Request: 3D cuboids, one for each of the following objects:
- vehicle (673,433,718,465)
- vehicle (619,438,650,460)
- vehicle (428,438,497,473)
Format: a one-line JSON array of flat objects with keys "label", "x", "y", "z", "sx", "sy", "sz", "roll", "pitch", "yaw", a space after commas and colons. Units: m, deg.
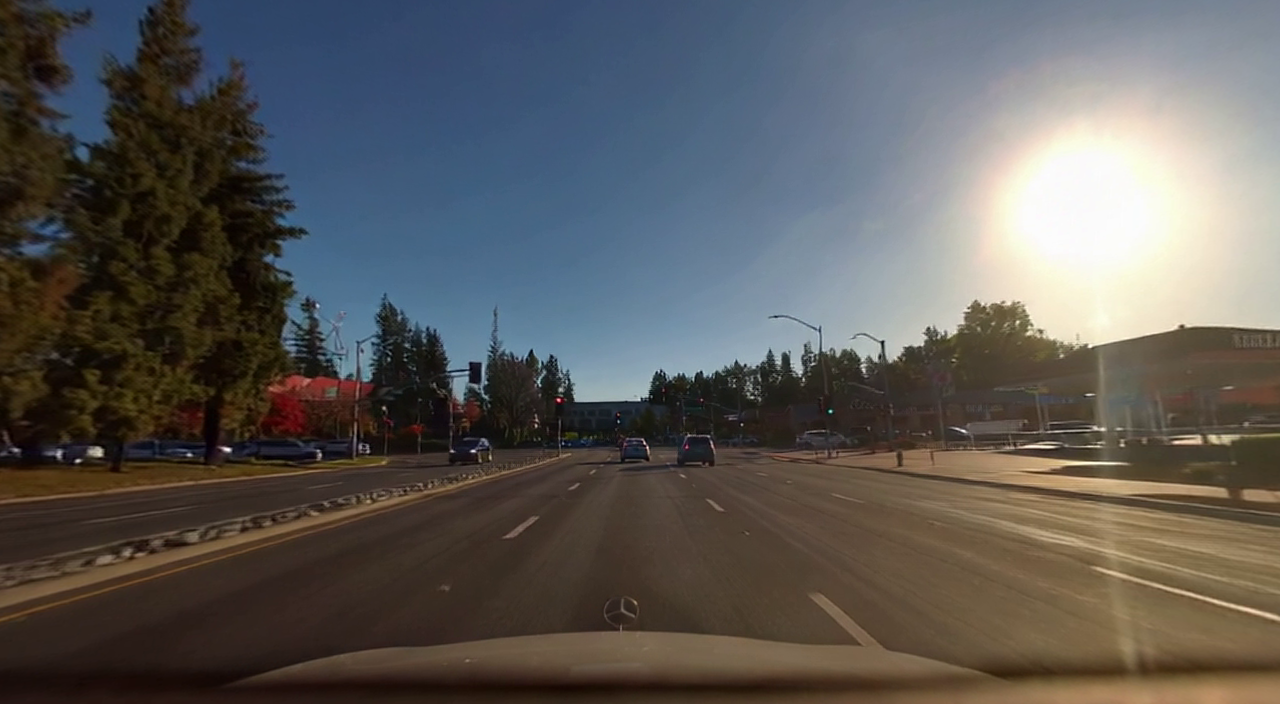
[{"label": "vehicle", "x": 3.094, "y": 5.549, "z": 36.245, "sx": 2.103, "sy": 1.726, "sz": 4.385, "roll": 0, "pitch": -9, "yaw": -1}, {"label": "vehicle", "x": -0.339, "y": 6.805, "z": 44.225, "sx": 2.035, "sy": 1.474, "sz": 3.779, "roll": 0, "pitch": -9, "yaw": 1}, {"label": "vehicle", "x": -8.295, "y": 4.857, "z": 29.871, "sx": 1.969, "sy": 1.526, "sz": 4.261, "roll": 0, "pitch": -9, "yaw": 1}]
